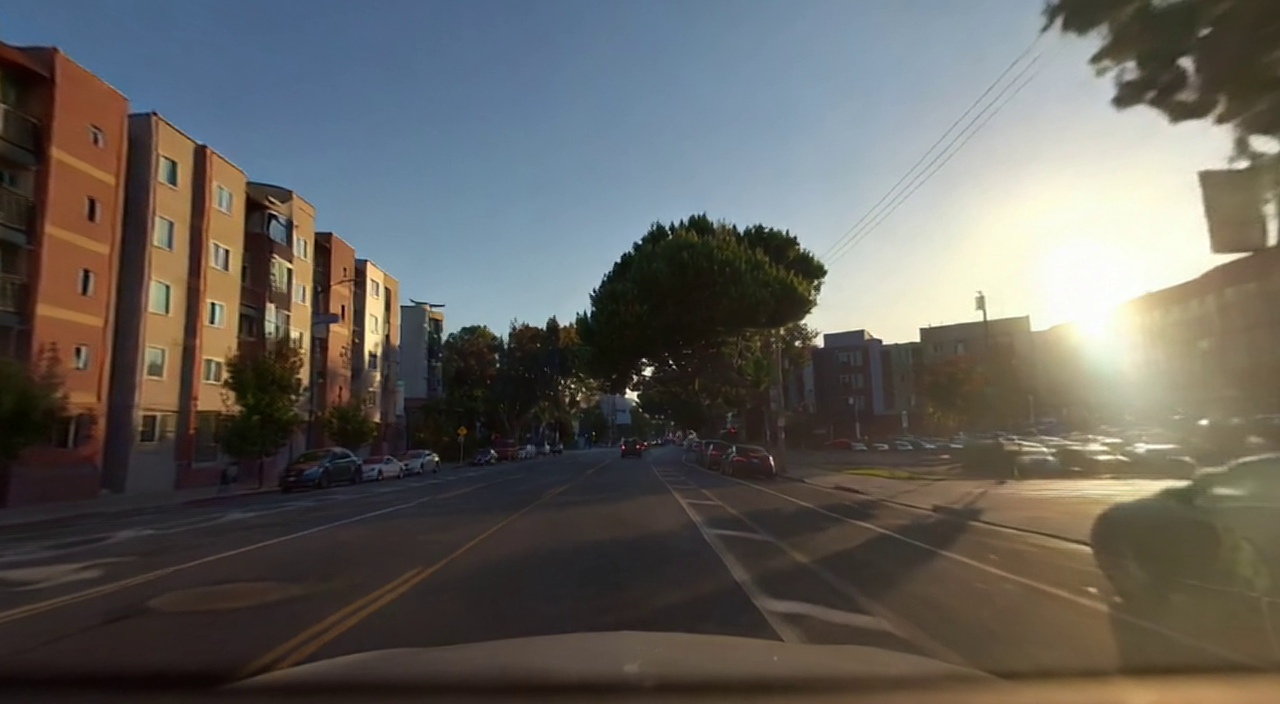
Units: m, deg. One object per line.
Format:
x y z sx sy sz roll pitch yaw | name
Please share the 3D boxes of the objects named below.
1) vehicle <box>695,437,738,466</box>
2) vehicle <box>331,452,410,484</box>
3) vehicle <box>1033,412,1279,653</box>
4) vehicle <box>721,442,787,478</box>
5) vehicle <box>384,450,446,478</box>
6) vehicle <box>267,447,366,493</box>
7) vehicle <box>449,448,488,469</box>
5.000 6.587 41.898 2.102 1.781 5.470 0 -8 0 | vehicle
-13.182 5.680 31.234 1.779 1.433 4.633 0 -8 2 | vehicle
5.153 1.190 4.239 2.069 1.538 4.528 0 -8 -1 | vehicle
4.954 4.736 28.086 2.085 1.466 4.276 0 -8 -1 | vehicle
-13.180 6.564 37.274 1.889 1.461 4.608 0 -8 1 | vehicle
-13.078 4.760 25.876 1.908 1.694 4.306 1 -8 -3 | vehicle
-13.018 8.118 48.224 1.926 1.499 3.869 0 -8 0 | vehicle
